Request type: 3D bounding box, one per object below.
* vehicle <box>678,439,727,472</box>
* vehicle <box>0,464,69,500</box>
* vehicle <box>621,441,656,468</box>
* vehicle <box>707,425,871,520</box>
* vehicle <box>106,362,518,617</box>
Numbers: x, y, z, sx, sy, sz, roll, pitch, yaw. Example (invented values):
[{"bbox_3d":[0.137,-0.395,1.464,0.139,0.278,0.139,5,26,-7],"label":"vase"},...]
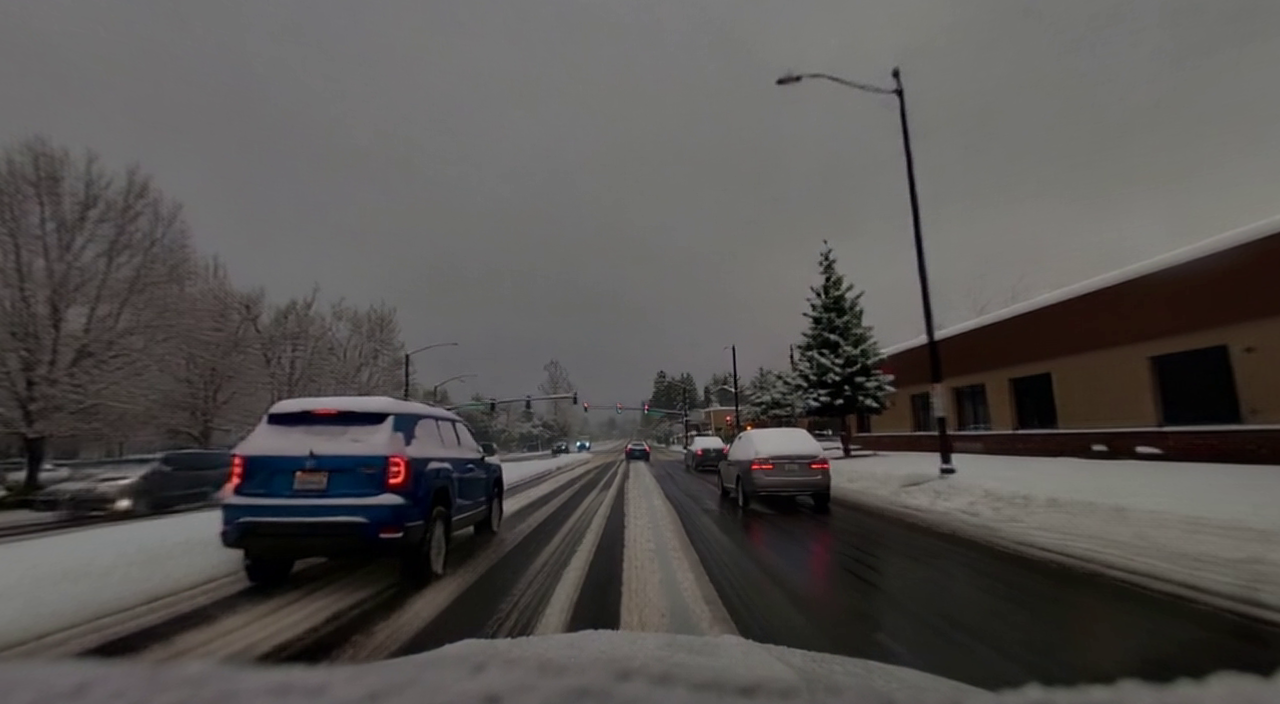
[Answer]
[{"bbox_3d":[2.975,5.031,30.835,1.842,1.480,4.155,0,-9,-2],"label":"vehicle"},{"bbox_3d":[-28.523,5.831,28.167,4.175,1.458,1.981,-3,-9,1],"label":"vehicle"},{"bbox_3d":[-0.146,6.116,37.857,2.008,1.464,4.052,0,-9,-1],"label":"vehicle"},{"bbox_3d":[2.794,2.424,13.220,2.174,1.596,4.779,0,-9,-1],"label":"vehicle"},{"bbox_3d":[-3.146,1.495,7.826,2.368,2.037,5.319,0,-9,-2],"label":"vehicle"}]
